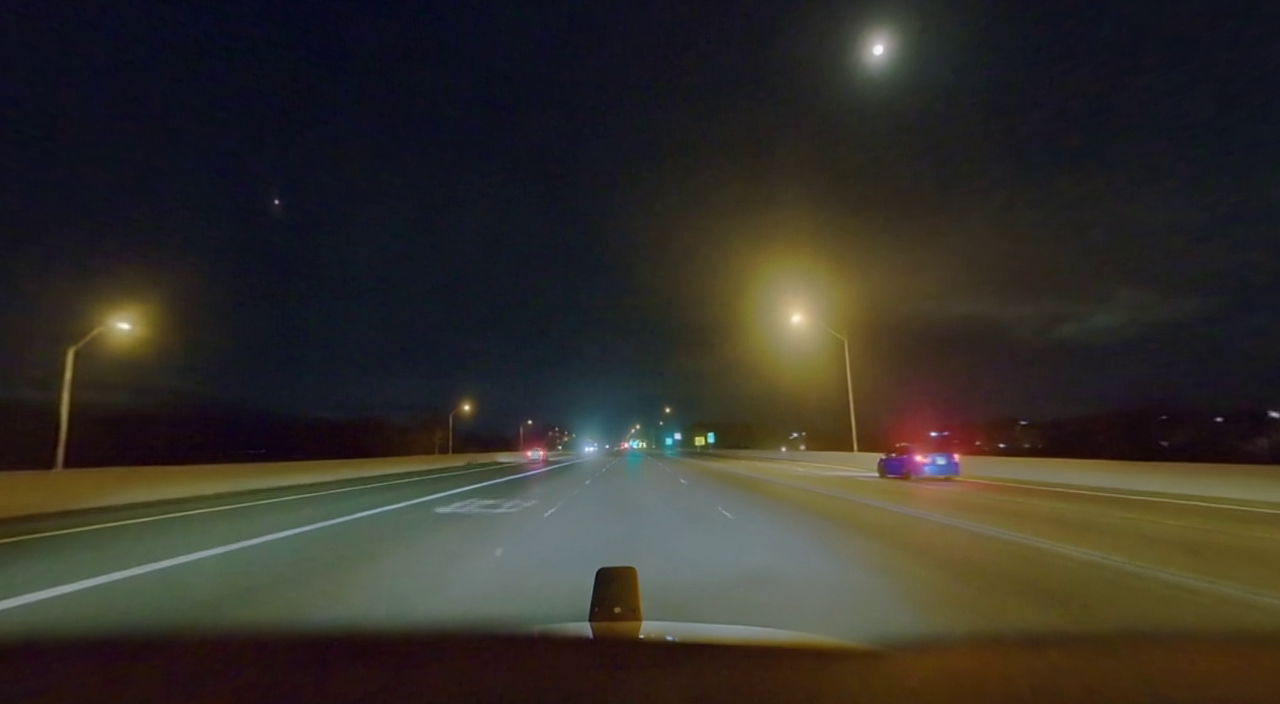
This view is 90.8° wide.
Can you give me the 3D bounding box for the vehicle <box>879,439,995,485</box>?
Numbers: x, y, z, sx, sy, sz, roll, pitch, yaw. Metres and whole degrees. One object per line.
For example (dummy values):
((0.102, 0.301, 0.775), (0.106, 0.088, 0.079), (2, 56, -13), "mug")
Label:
((10.653, 3.973, 23.102), (1.985, 1.493, 4.486), (0, -9, -1), "vehicle")
